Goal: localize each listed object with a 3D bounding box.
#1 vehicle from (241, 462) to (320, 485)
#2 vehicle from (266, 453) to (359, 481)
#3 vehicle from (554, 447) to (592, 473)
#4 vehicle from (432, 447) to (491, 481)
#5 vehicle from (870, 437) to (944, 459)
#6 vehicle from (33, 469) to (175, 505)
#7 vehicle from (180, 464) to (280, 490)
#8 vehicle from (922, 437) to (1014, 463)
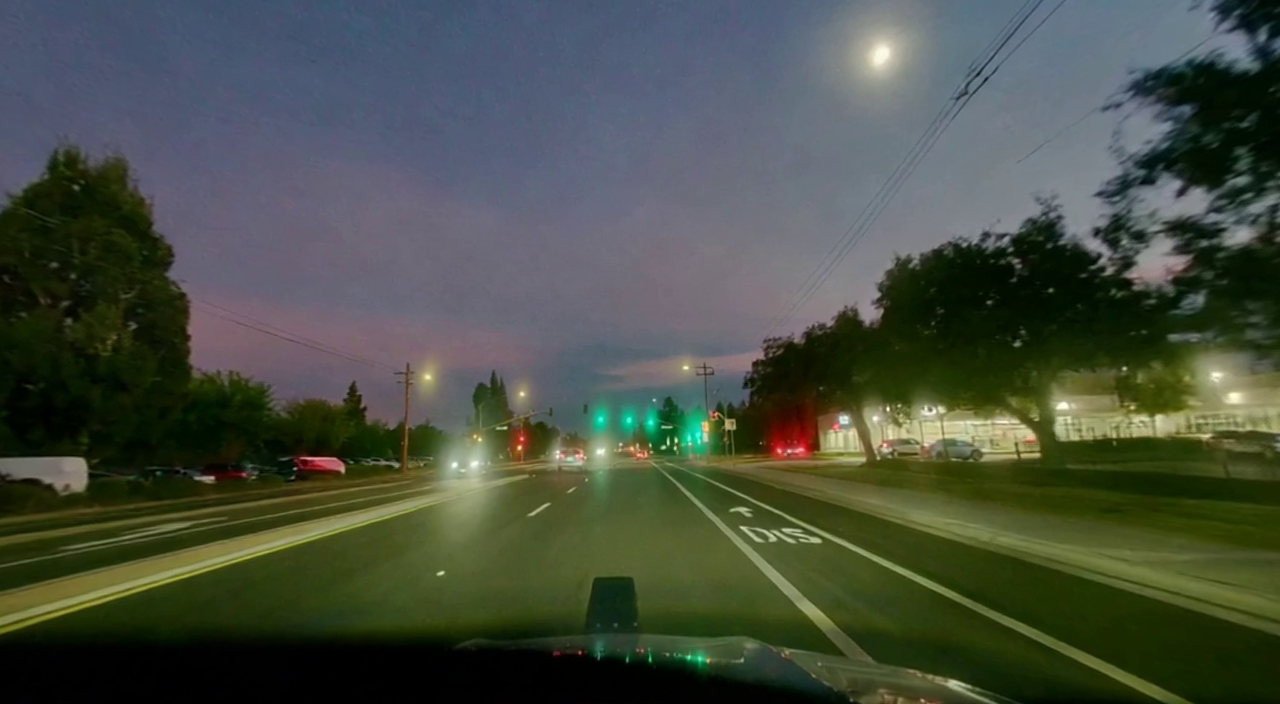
[{"bbox_3d":[-25.015,8.467,44.066,4.217,1.466,1.999,0,-9,0],"label":"vehicle"},{"bbox_3d":[-25.052,8.809,48.514,5.763,1.982,2.425,-1,-9,1],"label":"vehicle"},{"bbox_3d":[-3.933,6.360,37.507,1.928,1.451,4.219,0,-9,-2],"label":"vehicle"},{"bbox_3d":[-9.855,6.171,35.231,1.971,1.744,4.399,-1,-9,1],"label":"vehicle"},{"bbox_3d":[19.136,6.905,45.384,4.481,1.482,1.814,0,-9,-2],"label":"vehicle"},{"bbox_3d":[-24.726,6.235,29.279,4.718,1.458,2.054,0,-9,0],"label":"vehicle"},{"bbox_3d":[-25.299,7.702,39.071,4.756,1.501,2.023,0,-9,1],"label":"vehicle"},{"bbox_3d":[19.750,5.903,38.161,4.505,1.481,1.870,0,-9,0],"label":"vehicle"}]
